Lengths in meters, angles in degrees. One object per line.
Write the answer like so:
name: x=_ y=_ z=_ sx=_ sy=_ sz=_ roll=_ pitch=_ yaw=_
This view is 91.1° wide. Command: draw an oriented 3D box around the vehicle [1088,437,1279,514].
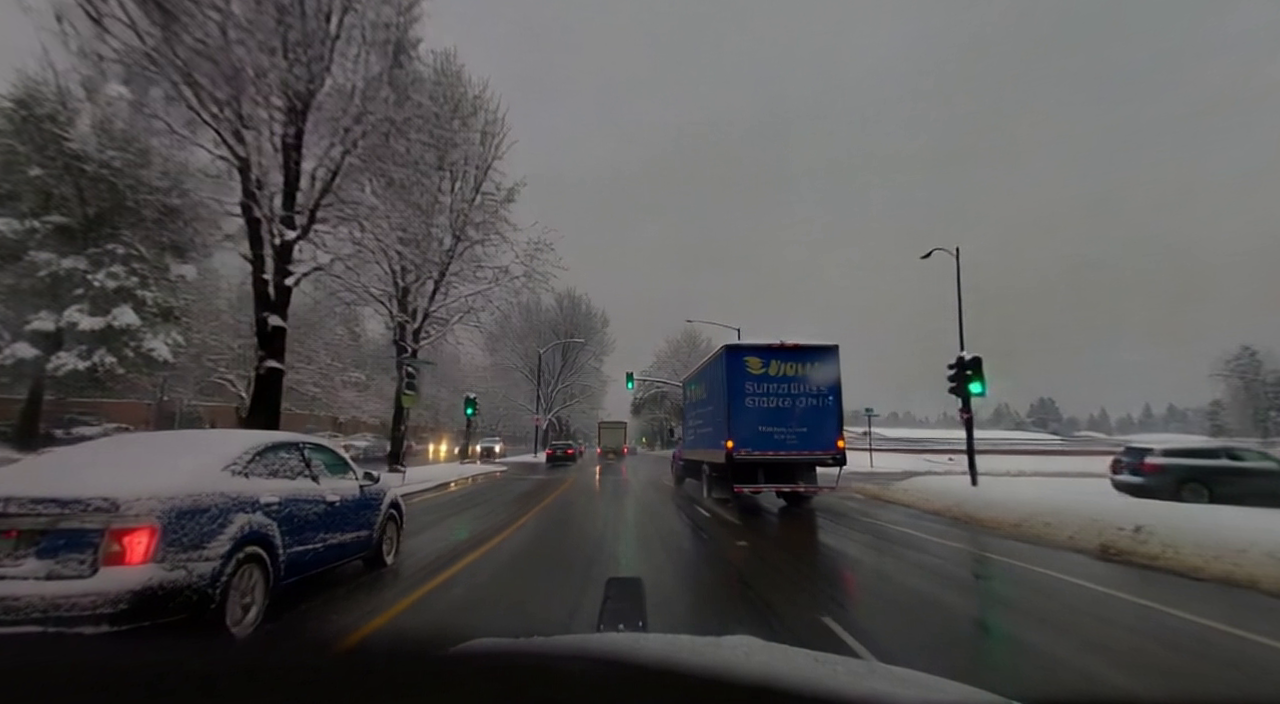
vehicle: x=16.267 y=3.390 z=17.429 sx=5.670 sy=1.895 sz=2.219 roll=-1 pitch=-8 yaw=16

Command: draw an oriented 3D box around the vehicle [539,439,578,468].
vehicle: x=-5.368 y=6.739 z=41.823 sx=2.388 sy=1.811 sz=4.455 roll=1 pitch=-9 yaw=-5

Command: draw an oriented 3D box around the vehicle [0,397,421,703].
vehicle: x=-3.423 y=1.274 z=4.852 sx=1.828 sy=1.515 sz=4.422 roll=0 pitch=-8 yaw=0

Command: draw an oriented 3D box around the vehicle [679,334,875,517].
vehicle: x=2.995 y=2.066 z=16.807 sx=2.905 sy=3.644 sz=8.441 roll=0 pitch=-9 yaw=-3

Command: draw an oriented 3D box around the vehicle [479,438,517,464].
vehicle: x=-10.701 y=7.508 z=47.740 sx=2.374 sy=1.863 sz=4.751 roll=1 pitch=-9 yaw=-7
